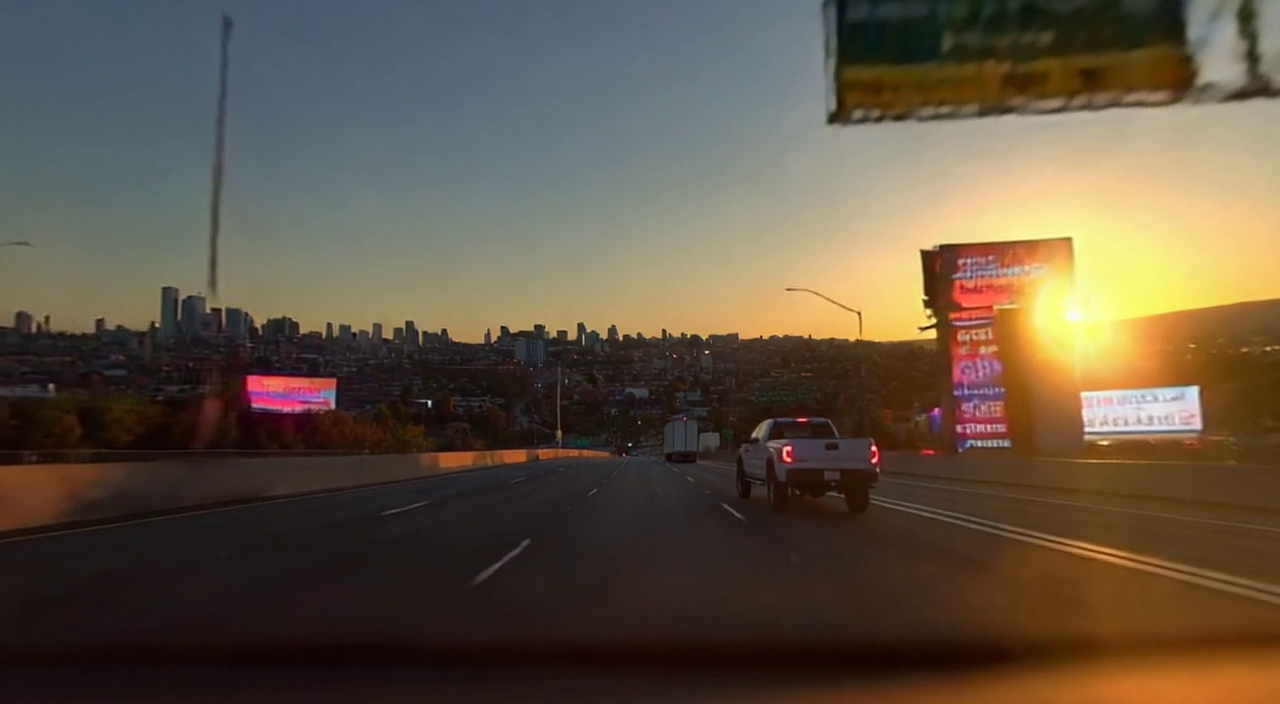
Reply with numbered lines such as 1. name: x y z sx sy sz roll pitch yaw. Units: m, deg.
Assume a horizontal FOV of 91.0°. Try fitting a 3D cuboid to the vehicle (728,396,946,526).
1. vehicle: 3.733 2.305 13.743 2.740 2.157 6.300 0 -9 0
